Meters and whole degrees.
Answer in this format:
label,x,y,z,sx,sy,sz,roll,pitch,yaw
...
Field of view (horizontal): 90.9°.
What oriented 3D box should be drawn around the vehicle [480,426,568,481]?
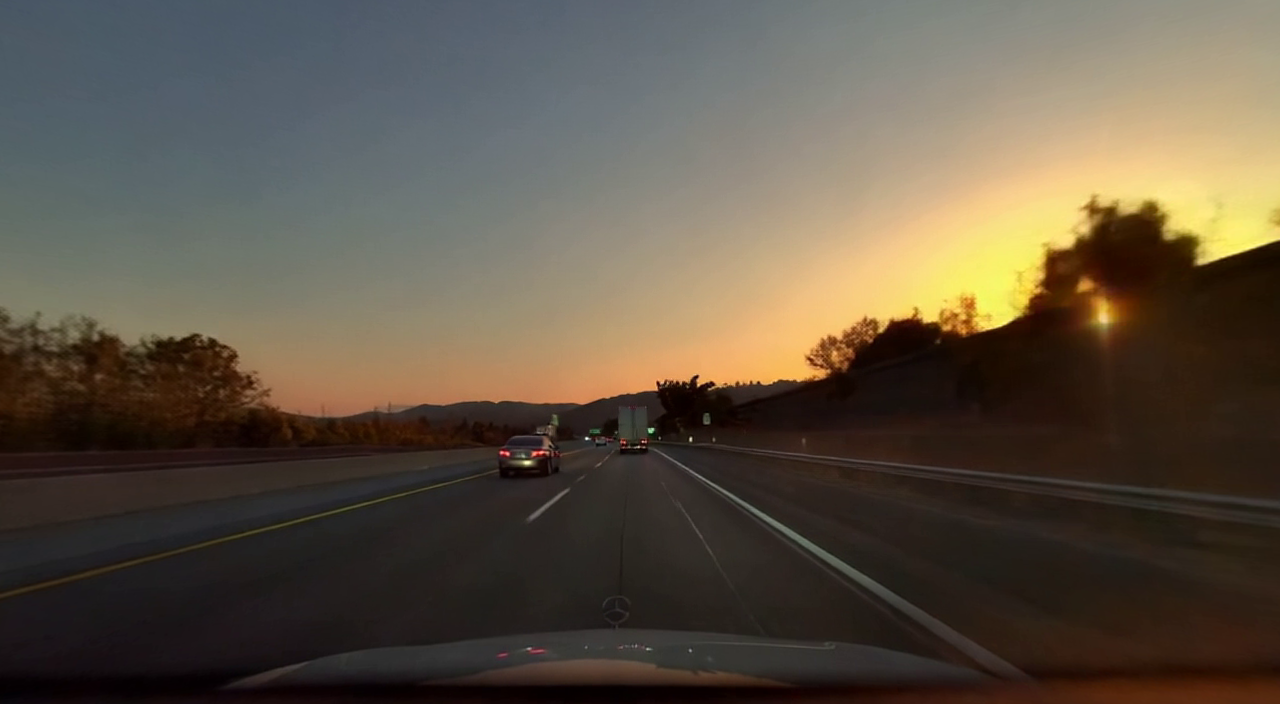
label,x,y,z,sx,sy,sz,roll,pitch,yaw
vehicle,-3.793,3.413,21.552,2.123,1.655,4.688,0,-8,0
